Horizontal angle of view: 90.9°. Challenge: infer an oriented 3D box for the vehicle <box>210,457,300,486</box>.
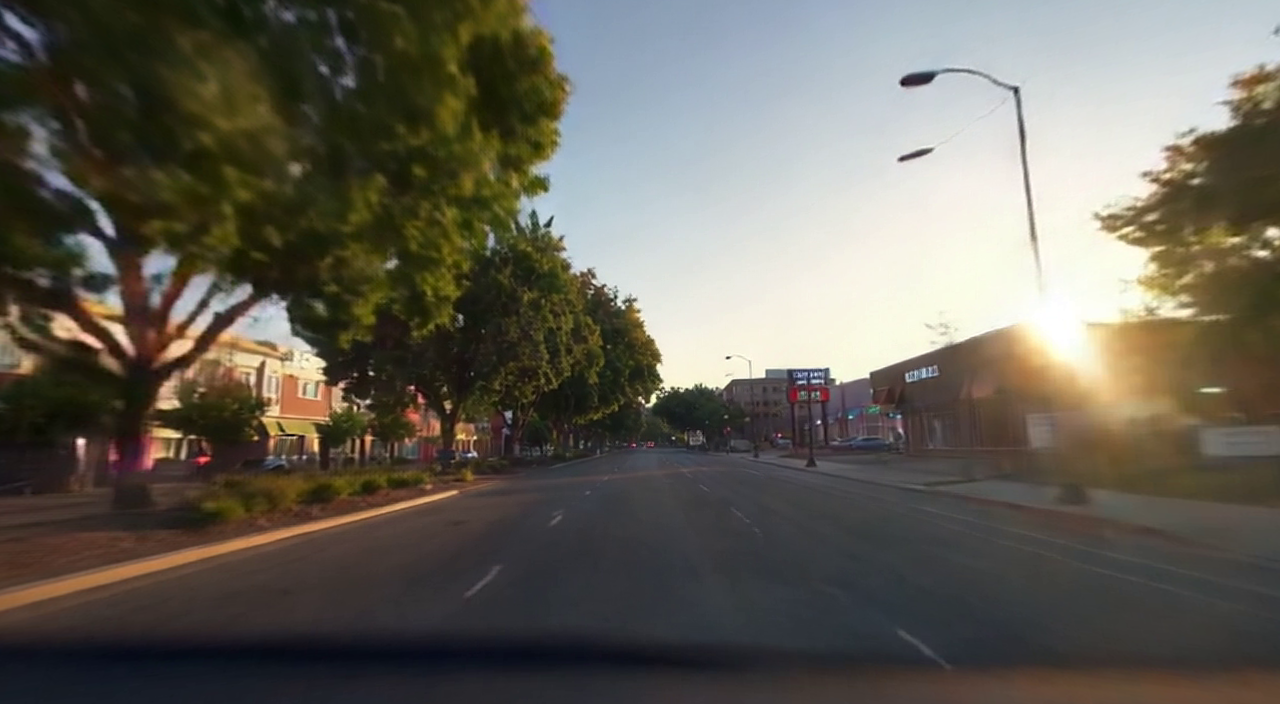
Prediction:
[{"bbox_3d":[-22.192,6.876,36.570,2.135,1.467,4.653,-1,-9,2],"label":"vehicle"}]
